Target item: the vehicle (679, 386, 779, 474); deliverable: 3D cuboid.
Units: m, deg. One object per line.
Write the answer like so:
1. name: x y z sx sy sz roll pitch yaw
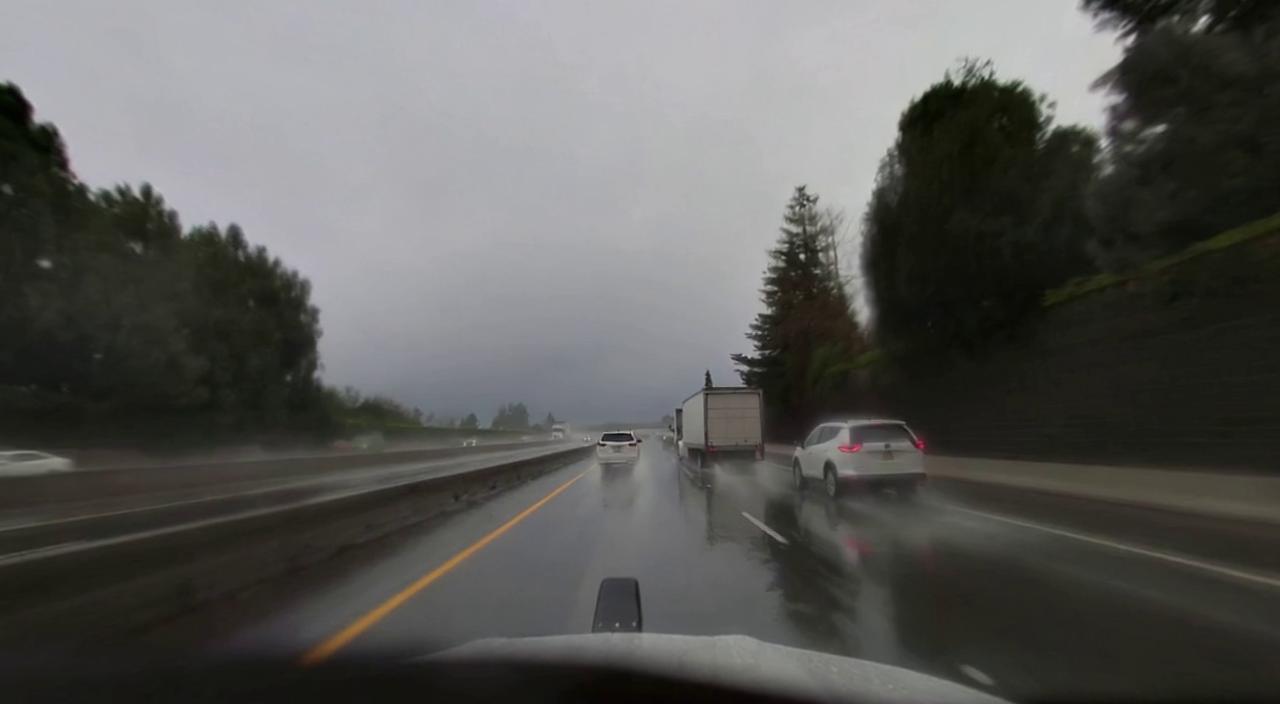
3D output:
1. vehicle: 3.336 3.260 26.121 2.723 3.027 8.478 0 -8 -1

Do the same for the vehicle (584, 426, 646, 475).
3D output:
1. vehicle: -0.850 3.562 23.168 2.082 1.638 4.055 0 -8 0

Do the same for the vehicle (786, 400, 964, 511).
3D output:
1. vehicle: 4.525 2.039 12.902 2.011 1.905 3.905 0 -8 -2
